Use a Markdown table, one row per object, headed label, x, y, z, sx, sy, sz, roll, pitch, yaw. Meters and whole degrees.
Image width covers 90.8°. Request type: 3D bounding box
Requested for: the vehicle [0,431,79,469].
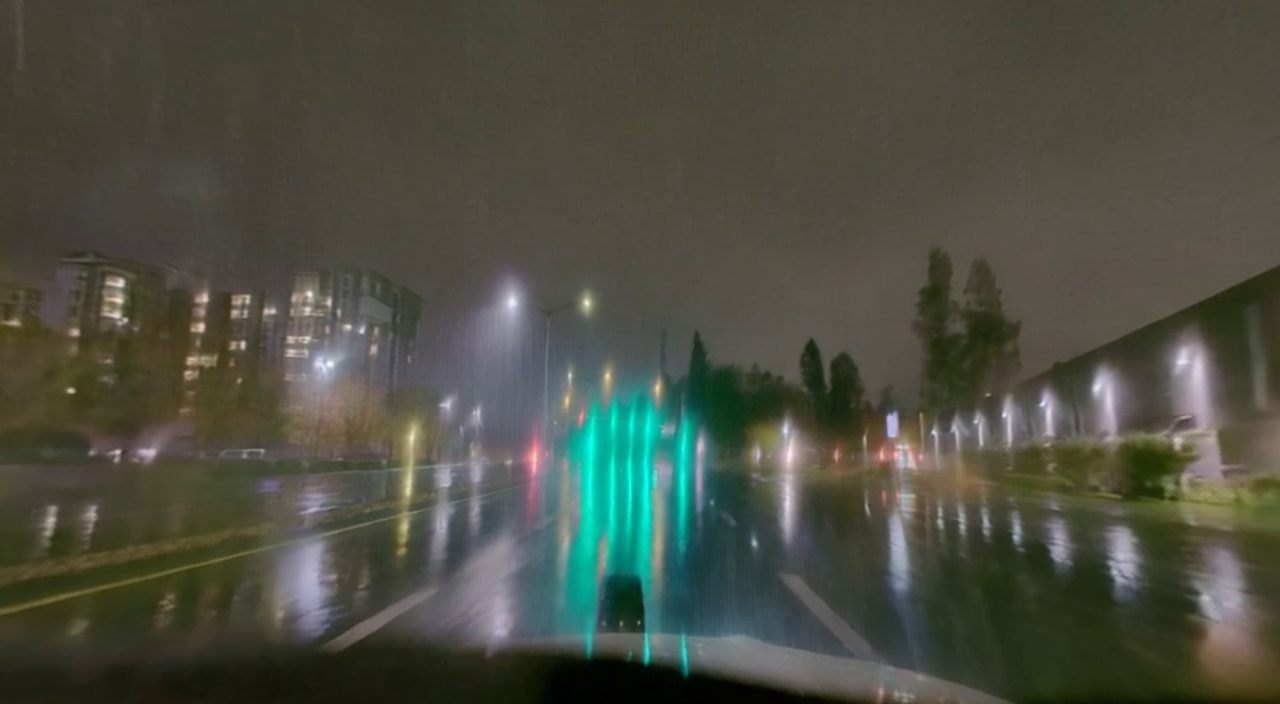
| label | x | y | z | sx | sy | sz | roll | pitch | yaw |
| --- | --- | --- | --- | --- | --- | --- | --- | --- | --- |
| vehicle | -33.332 | 5.223 | 33.622 | 4.579 | 1.962 | 2.161 | 2 | -9 | -17 |
